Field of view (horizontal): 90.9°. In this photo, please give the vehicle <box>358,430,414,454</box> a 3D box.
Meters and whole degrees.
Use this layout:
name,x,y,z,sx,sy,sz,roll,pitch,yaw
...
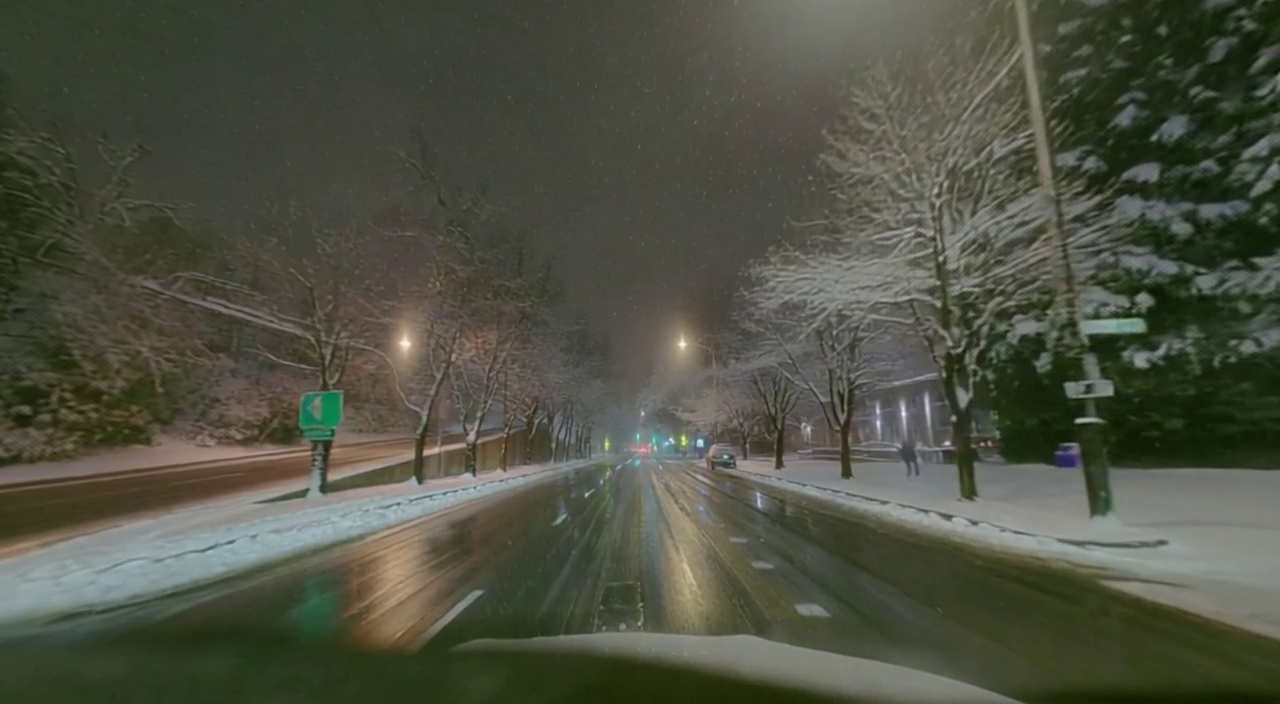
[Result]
name,x,y,z,sx,sy,sz,roll,pitch,yaw
vehicle,-16.524,5.905,41.221,1.960,1.436,4.584,1,-8,-3

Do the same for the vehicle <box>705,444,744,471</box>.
name,x,y,z,sx,sy,sz,roll,pitch,yaw
vehicle,5.958,7.451,44.960,2.177,1.788,5.106,0,-8,1
